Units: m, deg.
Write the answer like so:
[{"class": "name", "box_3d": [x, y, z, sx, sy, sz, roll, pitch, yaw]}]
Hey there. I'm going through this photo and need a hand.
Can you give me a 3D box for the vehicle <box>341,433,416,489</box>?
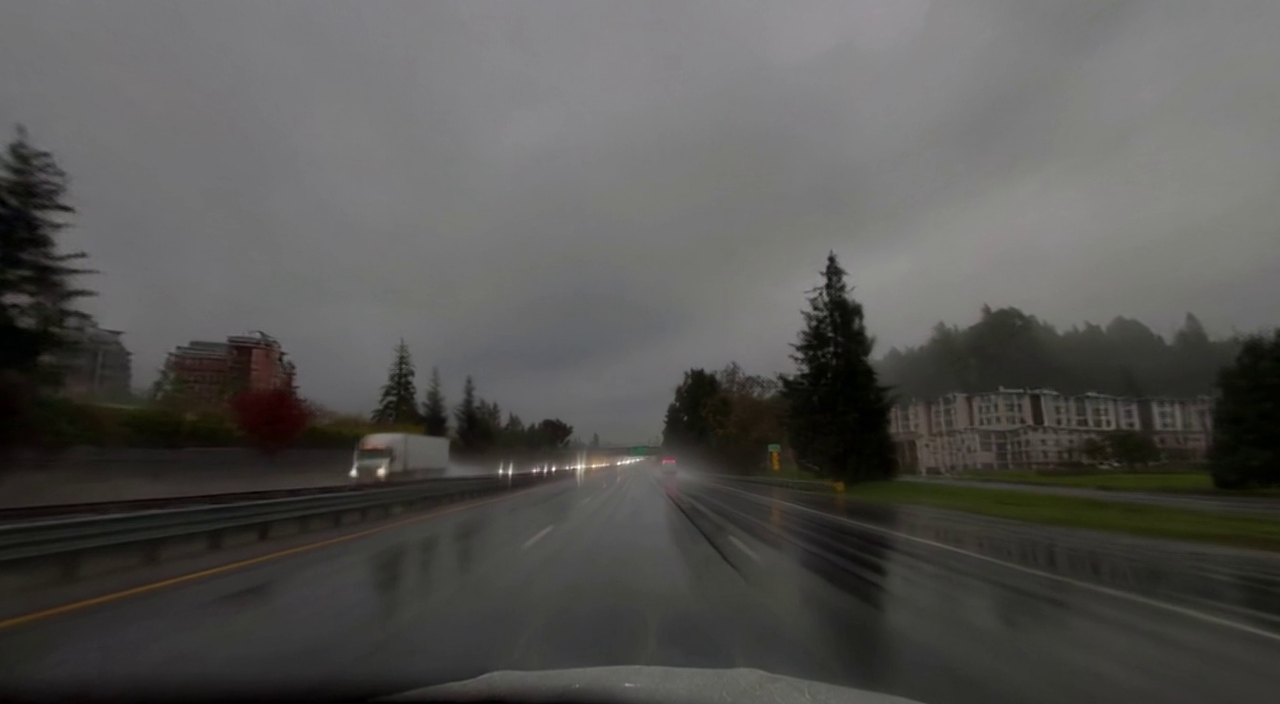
[{"class": "vehicle", "box_3d": [-20.107, 8.476, 48.895, 3.010, 4.019, 5.914, 1, -10, 0]}]
